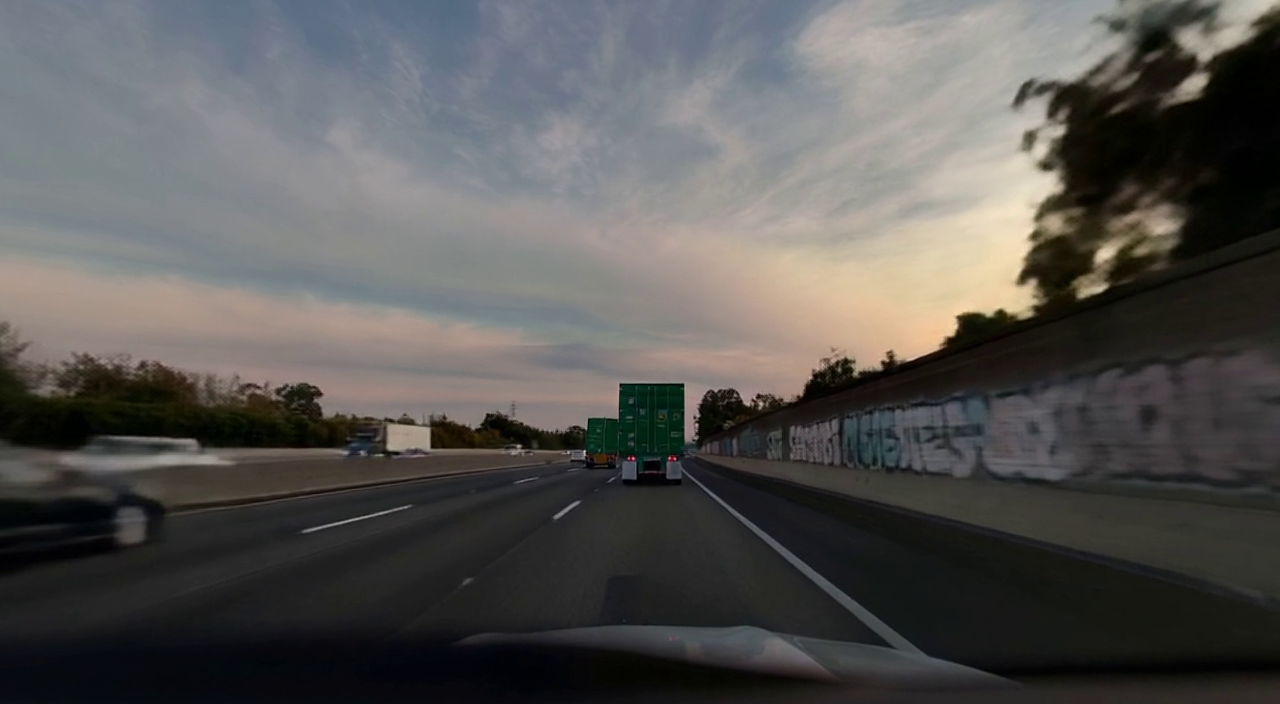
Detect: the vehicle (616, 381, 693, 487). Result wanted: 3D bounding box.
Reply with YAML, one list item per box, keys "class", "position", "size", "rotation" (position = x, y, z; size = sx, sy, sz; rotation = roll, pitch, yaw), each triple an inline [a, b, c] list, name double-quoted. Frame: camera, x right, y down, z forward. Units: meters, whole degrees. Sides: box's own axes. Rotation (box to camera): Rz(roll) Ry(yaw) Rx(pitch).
- class: "vehicle"
  position: [0.607, 3.993, 29.958]
  size: [2.997, 4.069, 10.871]
  rotation: [0, -9, 1]

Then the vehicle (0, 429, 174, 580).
- class: "vehicle"
  position: [-7.560, 1.543, 6.317]
  size: [1.998, 1.529, 4.850]
  rotation: [0, -9, 1]
